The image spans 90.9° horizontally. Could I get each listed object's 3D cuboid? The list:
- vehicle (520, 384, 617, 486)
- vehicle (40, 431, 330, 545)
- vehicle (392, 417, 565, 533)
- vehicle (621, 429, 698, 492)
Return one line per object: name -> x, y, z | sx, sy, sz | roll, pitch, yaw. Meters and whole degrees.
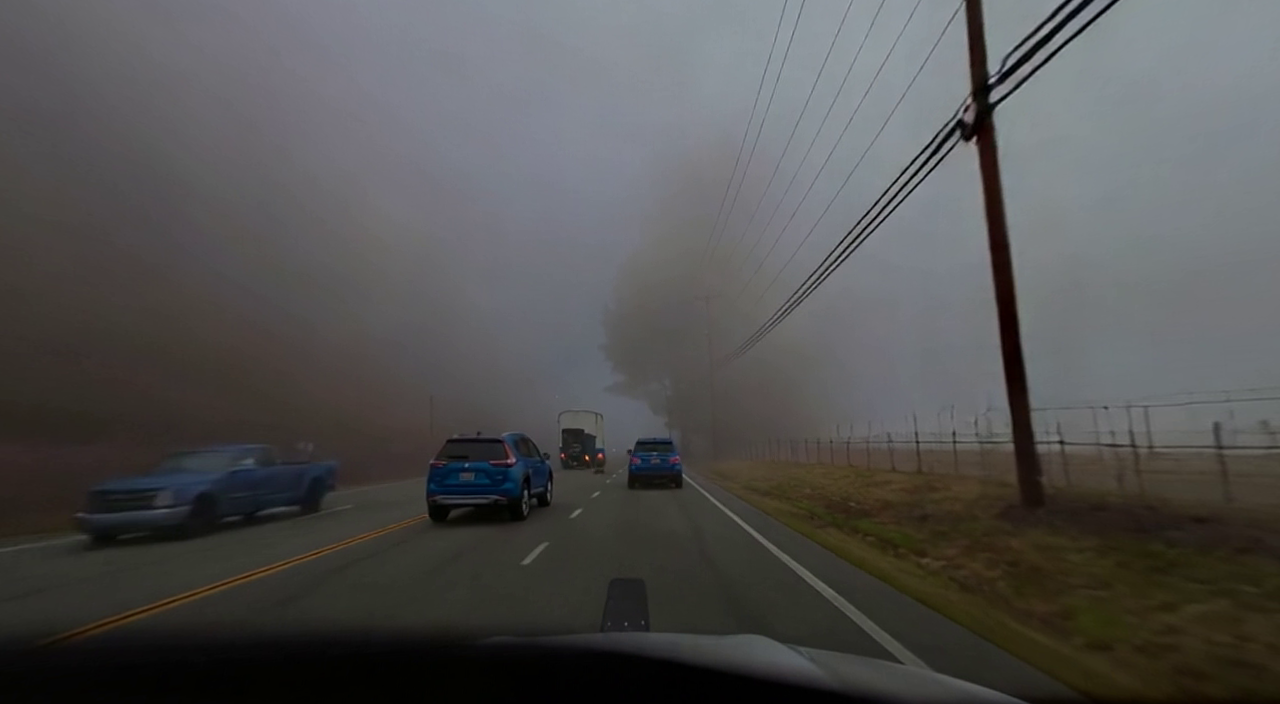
vehicle -> -2.751, 3.794, 28.133 | 2.928, 3.658, 10.953 | 0, -9, 1
vehicle -> -8.642, 2.591, 12.800 | 2.089, 1.825, 5.025 | 0, -9, 0
vehicle -> -2.847, 2.307, 12.362 | 2.093, 1.832, 4.508 | 0, -9, 1
vehicle -> 0.589, 3.359, 19.828 | 2.174, 1.749, 4.113 | 0, -9, 1
